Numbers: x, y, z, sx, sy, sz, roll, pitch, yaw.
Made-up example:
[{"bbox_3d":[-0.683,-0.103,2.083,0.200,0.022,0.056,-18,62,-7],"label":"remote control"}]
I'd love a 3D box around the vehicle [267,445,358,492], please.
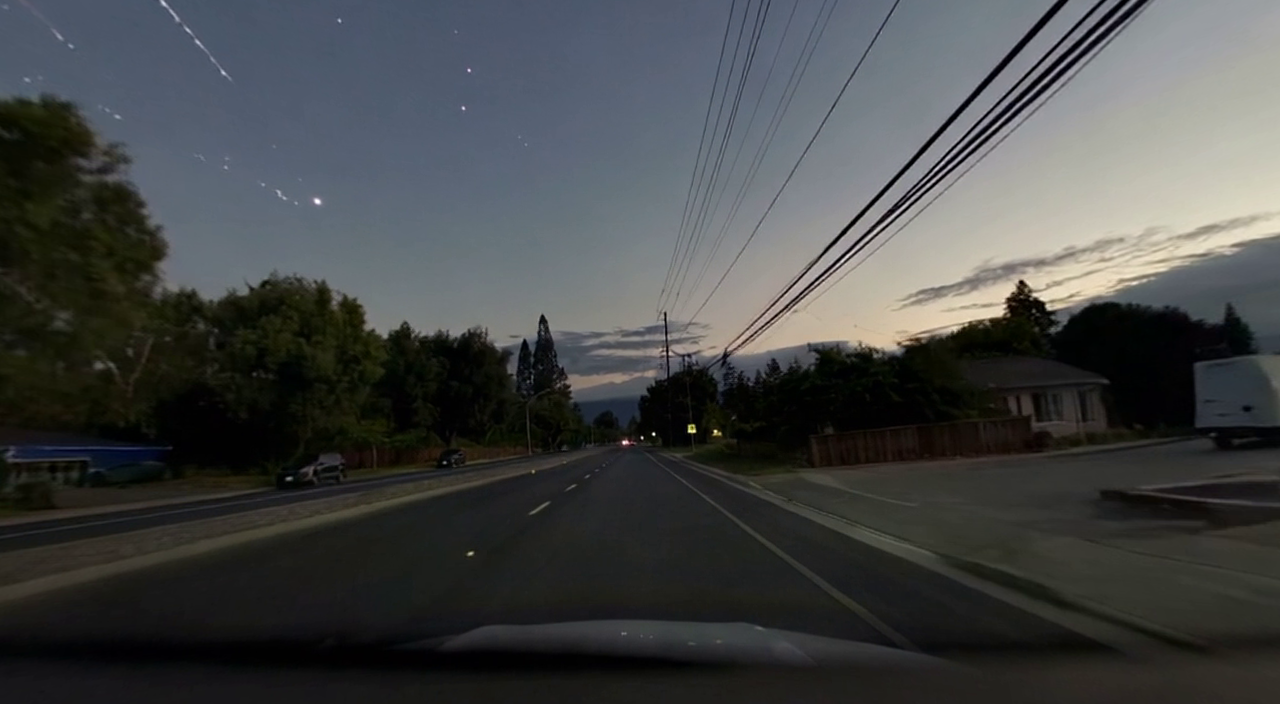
[{"bbox_3d":[-16.059,5.671,31.324,2.071,1.883,4.915,-6,-8,-3],"label":"vehicle"}]

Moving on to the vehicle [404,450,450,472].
[{"bbox_3d":[-16.173,8.278,48.178,2.031,1.482,4.476,-3,-9,0],"label":"vehicle"}]

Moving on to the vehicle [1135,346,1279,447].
[{"bbox_3d":[23.994,1.907,25.499,2.696,3.581,5.969,-1,-7,-5],"label":"vehicle"}]
